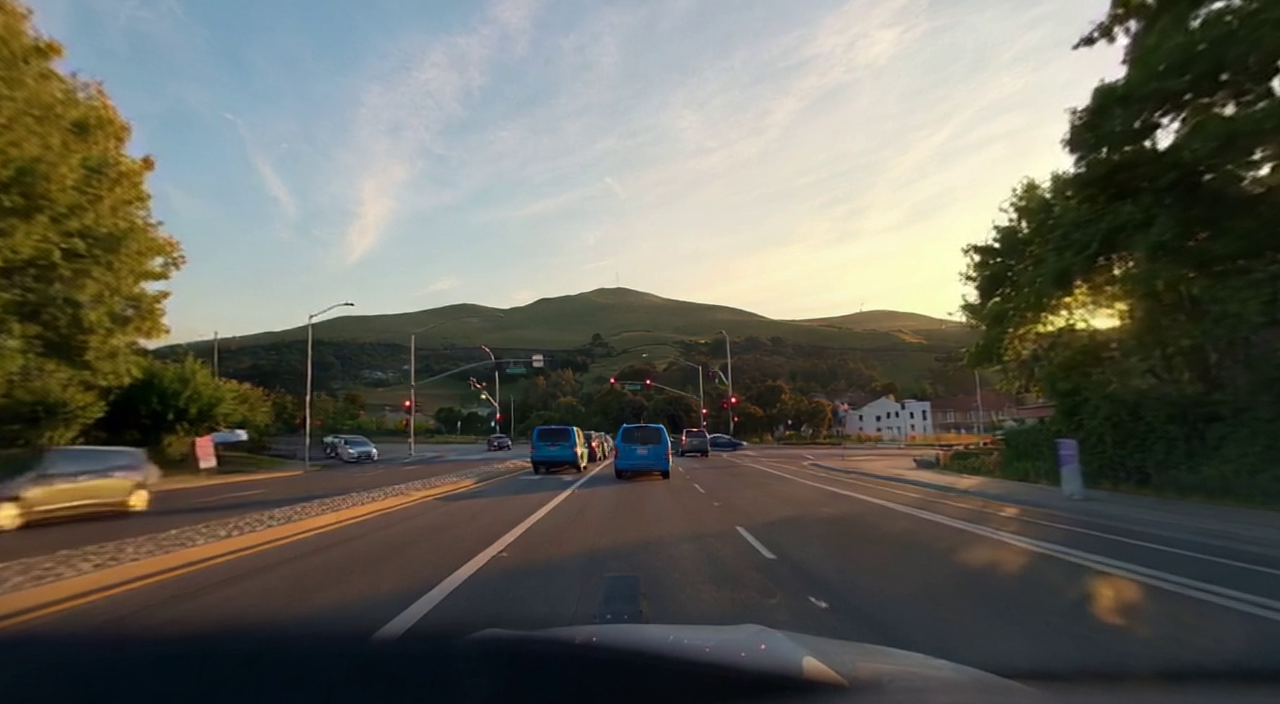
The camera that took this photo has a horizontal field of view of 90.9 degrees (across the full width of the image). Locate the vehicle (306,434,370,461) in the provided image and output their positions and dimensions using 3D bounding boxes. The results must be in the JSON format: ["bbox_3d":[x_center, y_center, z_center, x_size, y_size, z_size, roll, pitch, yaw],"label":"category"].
[{"bbox_3d":[-20.989,6.644,43.721,4.717,1.754,2.053,-7,-11,39],"label":"vehicle"}]

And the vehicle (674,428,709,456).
[{"bbox_3d":[3.263,5.777,40.430,1.817,1.662,3.843,0,-8,-1],"label":"vehicle"}]

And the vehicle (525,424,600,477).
[{"bbox_3d":[-2.770,3.679,23.699,2.131,1.783,4.540,0,-8,2],"label":"vehicle"}]

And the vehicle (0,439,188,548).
[{"bbox_3d":[-9.869,2.181,10.229,1.991,1.469,4.596,1,-9,-5],"label":"vehicle"}]

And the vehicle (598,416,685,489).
[{"bbox_3d":[0.093,2.854,18.117,2.185,1.822,4.391,0,-8,2],"label":"vehicle"}]
